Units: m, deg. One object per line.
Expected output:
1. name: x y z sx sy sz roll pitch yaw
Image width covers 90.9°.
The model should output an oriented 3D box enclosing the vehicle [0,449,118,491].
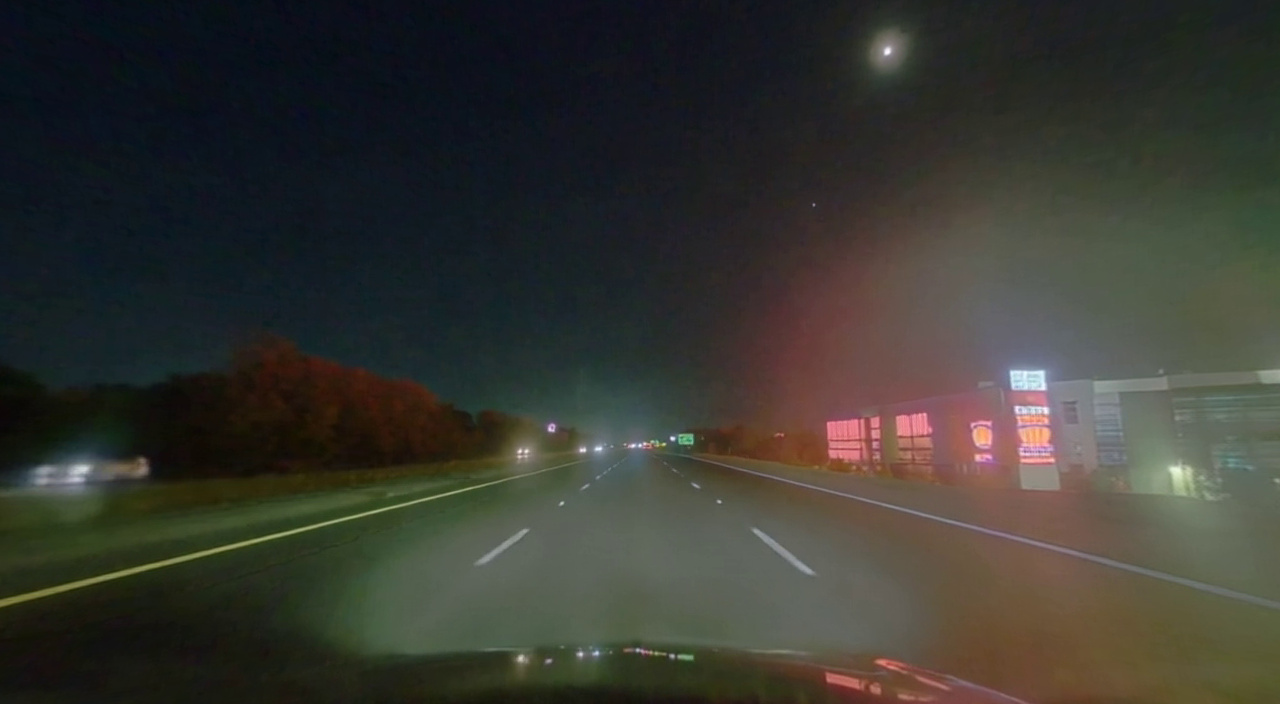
1. vehicle: -28.111 5.529 30.068 2.131 1.778 5.050 0 -8 0
